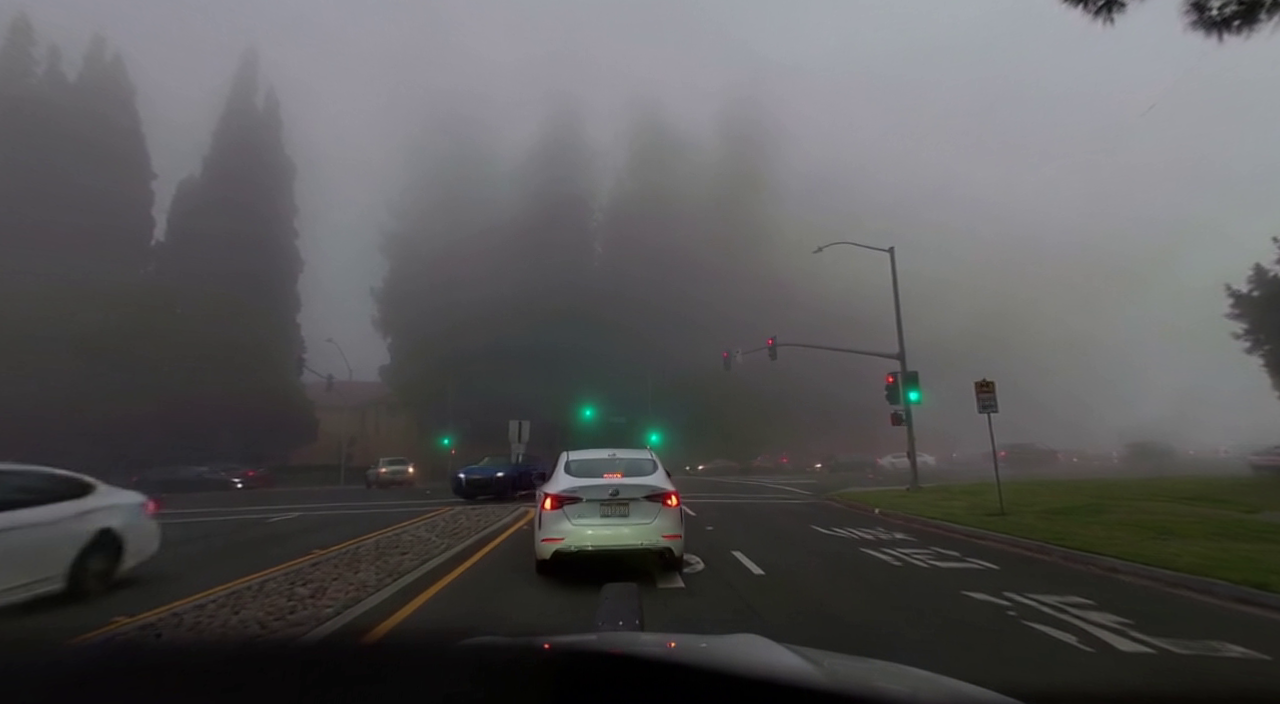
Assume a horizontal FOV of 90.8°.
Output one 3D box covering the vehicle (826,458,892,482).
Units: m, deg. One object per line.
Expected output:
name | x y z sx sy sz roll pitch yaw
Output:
vehicle | 16.503 8.877 47.546 4.337 1.637 1.860 2 -9 -16

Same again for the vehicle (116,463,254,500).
vehicle | -20.111 5.730 28.166 4.548 1.449 1.802 2 -9 -13

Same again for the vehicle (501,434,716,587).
vehicle | -0.345 1.884 8.424 2.112 1.479 4.264 0 -9 -1

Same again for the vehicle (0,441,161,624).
vehicle | -6.154 1.376 4.568 2.073 1.459 4.495 0 -9 -4

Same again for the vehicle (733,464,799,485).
vehicle | 9.076 8.805 45.528 4.254 1.359 1.895 2 -9 -16

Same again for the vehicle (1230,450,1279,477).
vehicle | 37.730 6.596 37.427 4.601 1.485 1.929 3 -9 -18

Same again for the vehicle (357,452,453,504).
vehicle | -7.880 4.225 21.700 2.078 1.534 4.646 1 -9 -8
